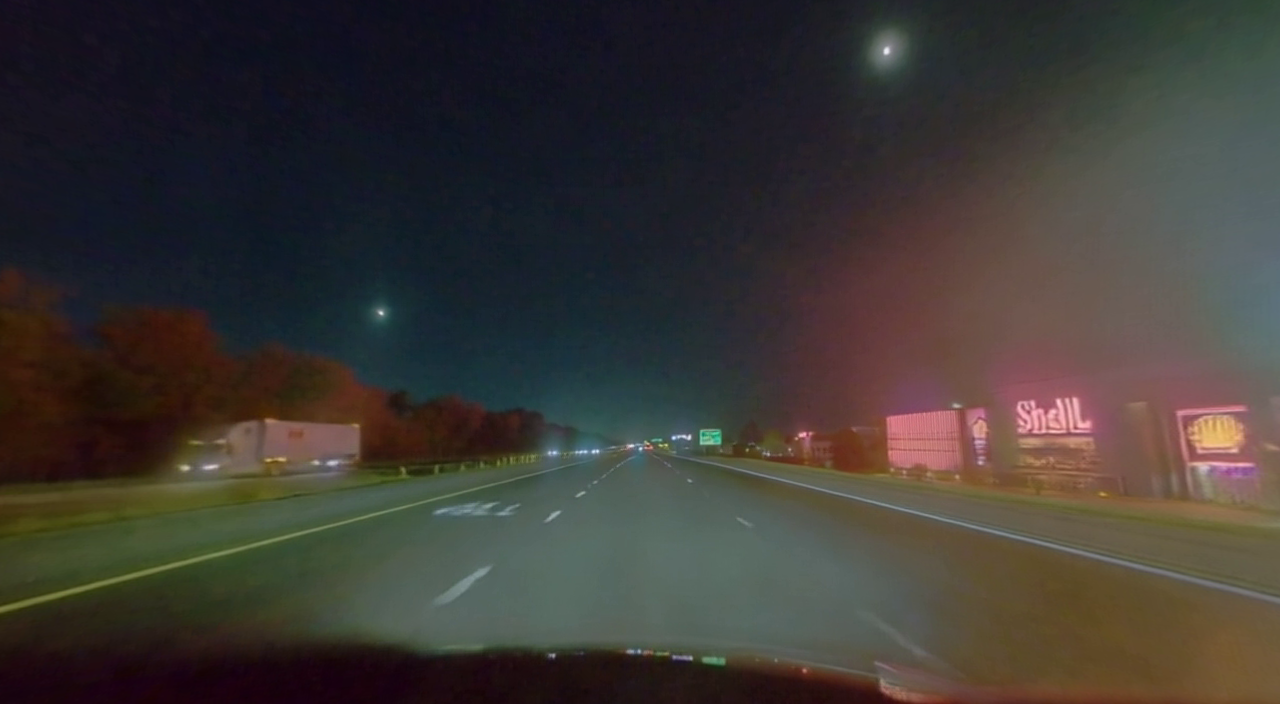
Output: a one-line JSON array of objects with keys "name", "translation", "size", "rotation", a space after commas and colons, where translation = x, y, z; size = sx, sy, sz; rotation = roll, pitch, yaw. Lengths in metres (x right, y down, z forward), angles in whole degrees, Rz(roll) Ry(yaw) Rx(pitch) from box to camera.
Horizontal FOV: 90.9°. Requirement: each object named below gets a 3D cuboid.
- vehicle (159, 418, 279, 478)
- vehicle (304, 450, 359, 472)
[{"name": "vehicle", "translation": [-30.897, 7.085, 46.909], "size": [3.024, 4.022, 8.318], "rotation": [0, -8, 0]}, {"name": "vehicle", "translation": [-23.258, 8.202, 47.714], "size": [1.858, 1.479, 4.491], "rotation": [0, -8, 1]}]
